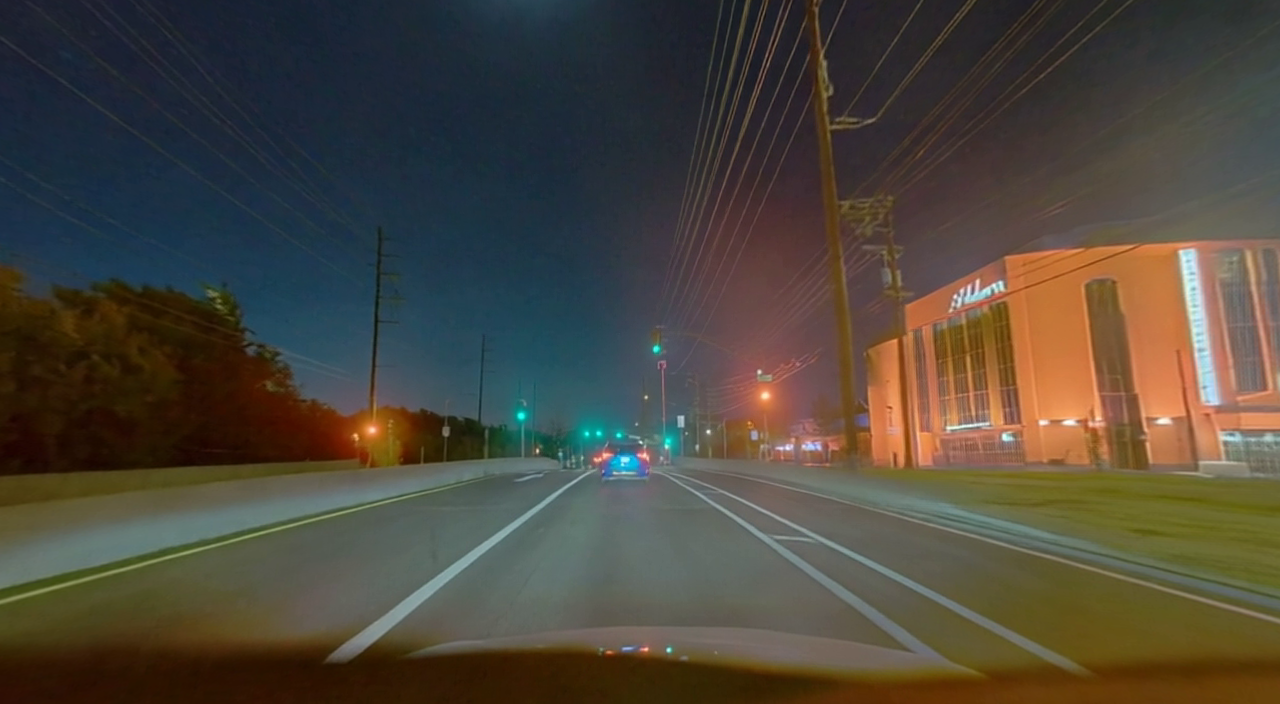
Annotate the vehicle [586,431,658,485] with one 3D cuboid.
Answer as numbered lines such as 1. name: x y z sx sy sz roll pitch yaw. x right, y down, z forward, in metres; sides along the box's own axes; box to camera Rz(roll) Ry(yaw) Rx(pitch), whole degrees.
1. vehicle: -0.568 3.390 20.500 2.123 1.566 3.662 0 -8 -1
